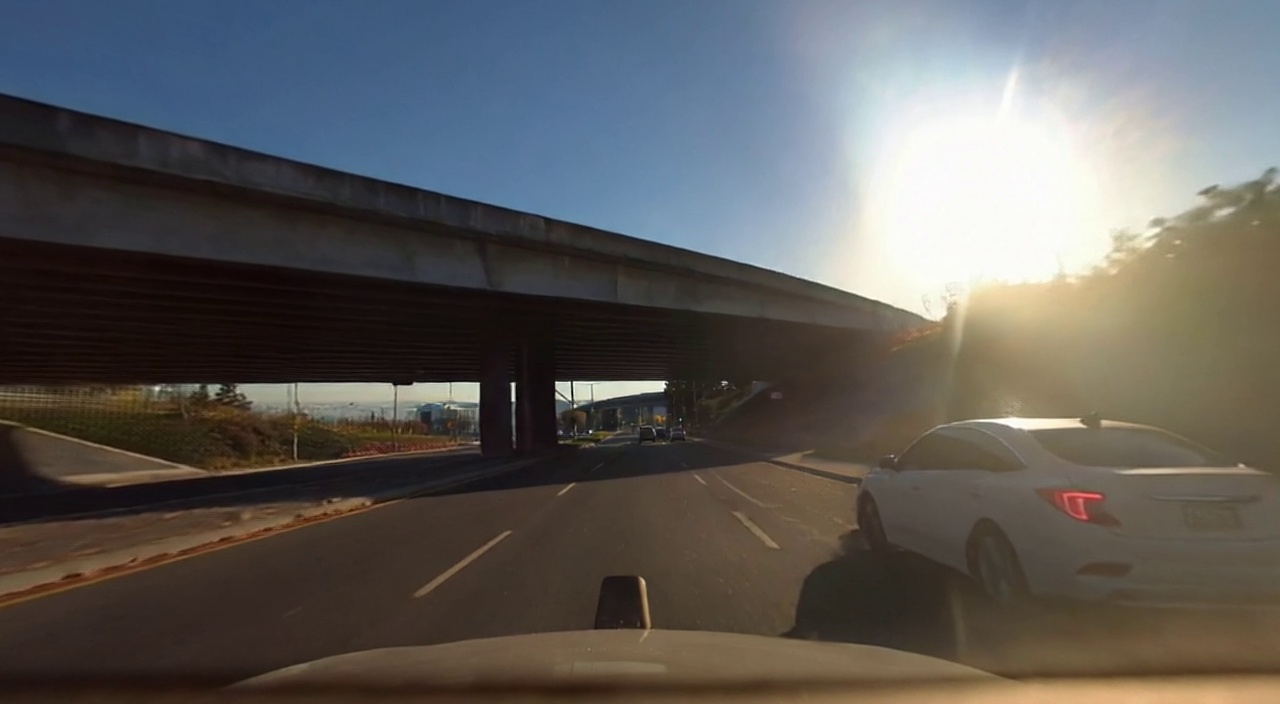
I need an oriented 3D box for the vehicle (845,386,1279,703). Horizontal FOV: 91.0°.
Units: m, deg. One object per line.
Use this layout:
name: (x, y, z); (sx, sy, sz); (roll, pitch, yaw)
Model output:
vehicle: (3.510, 1.260, 5.309); (2.063, 1.542, 4.420); (0, -8, 0)
